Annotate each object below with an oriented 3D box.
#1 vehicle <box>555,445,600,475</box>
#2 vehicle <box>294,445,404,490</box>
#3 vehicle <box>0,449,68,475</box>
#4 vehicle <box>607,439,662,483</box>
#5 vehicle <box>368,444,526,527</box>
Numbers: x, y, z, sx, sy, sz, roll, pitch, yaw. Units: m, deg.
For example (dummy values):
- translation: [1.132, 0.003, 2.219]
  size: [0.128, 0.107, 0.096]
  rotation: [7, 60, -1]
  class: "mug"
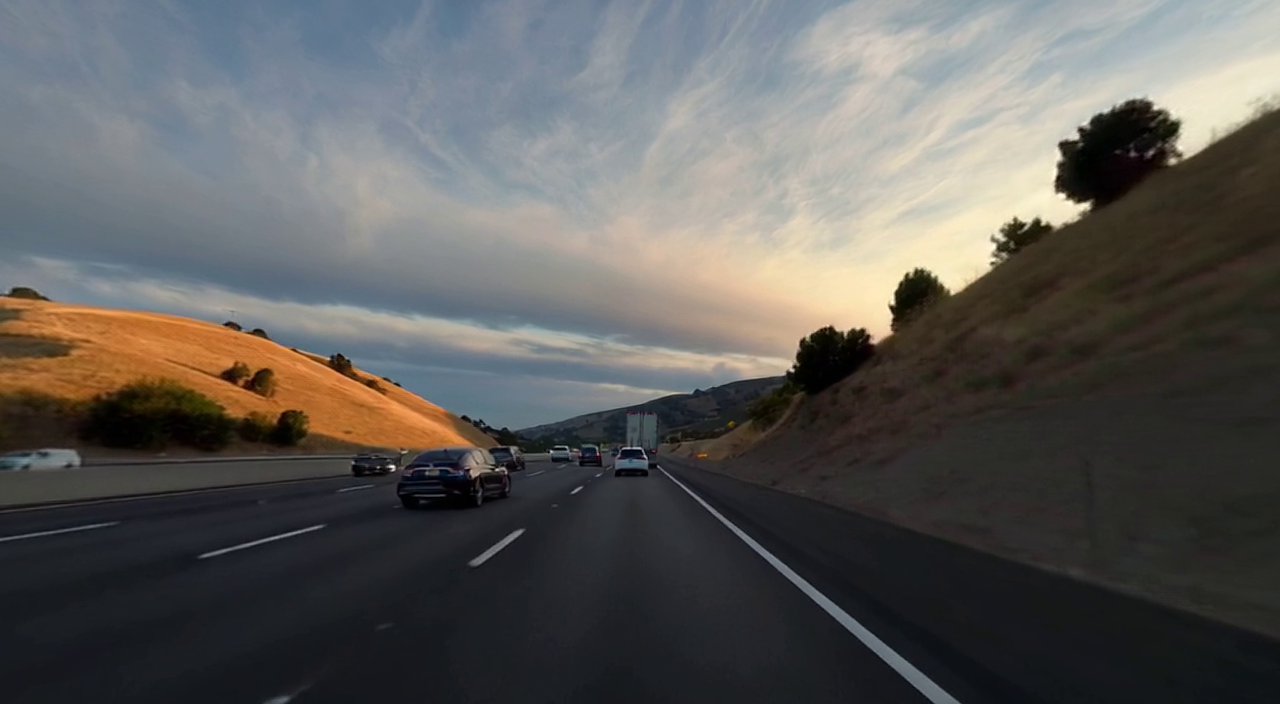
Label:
- translation: [-3.644, 6.378, 37.462]
  size: [2.155, 1.661, 4.477]
  rotation: [0, -9, 1]
  class: "vehicle"
- translation: [-10.898, 4.321, 24.027]
  size: [1.950, 1.507, 4.527]
  rotation: [0, -9, 1]
  class: "vehicle"
- translation: [-38.504, 6.821, 39.305]
  size: [1.747, 1.478, 4.071]
  rotation: [1, -9, 0]
  class: "vehicle"
- translation: [-0.226, 4.805, 28.040]
  size: [2.281, 1.795, 4.297]
  rotation: [1, -9, 0]
  class: "vehicle"
- translation: [-3.940, 2.776, 13.795]
  size: [1.943, 1.468, 4.547]
  rotation: [0, -9, 1]
  class: "vehicle"
